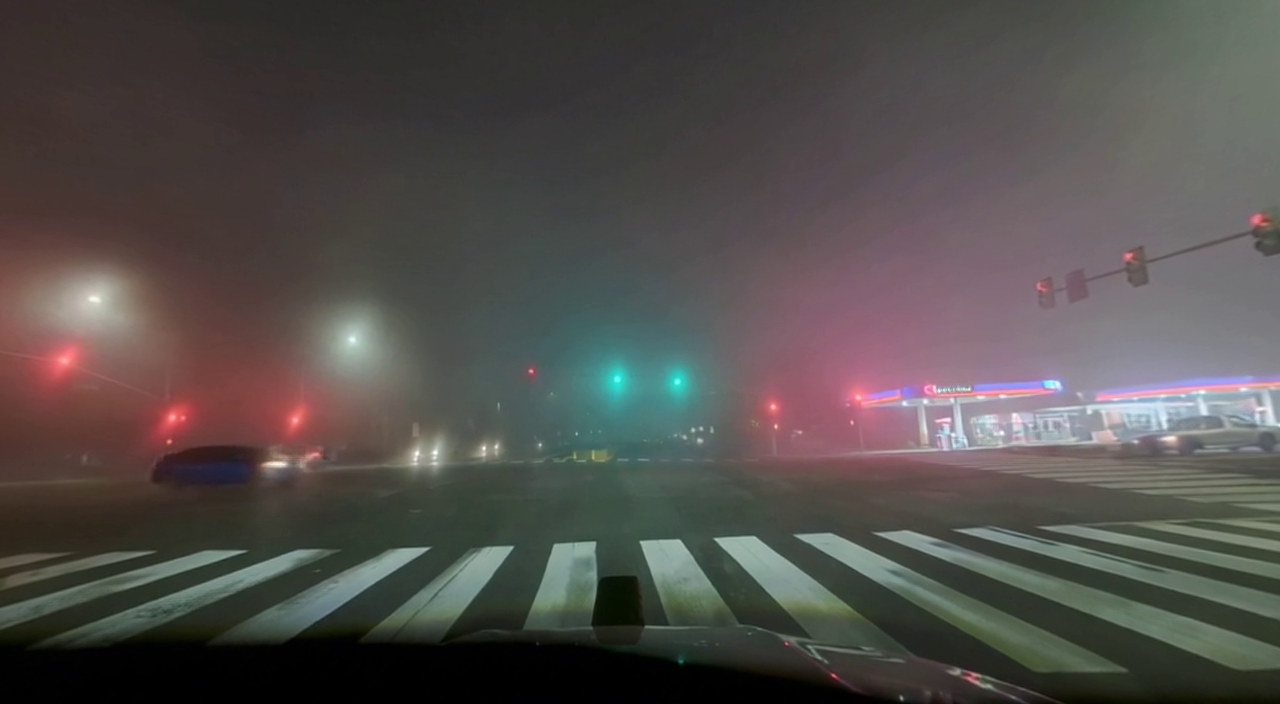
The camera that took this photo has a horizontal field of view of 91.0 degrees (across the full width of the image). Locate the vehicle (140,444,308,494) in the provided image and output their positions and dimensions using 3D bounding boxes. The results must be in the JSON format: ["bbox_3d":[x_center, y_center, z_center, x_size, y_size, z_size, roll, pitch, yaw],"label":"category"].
[{"bbox_3d":[-14.190,3.983,21.638,4.488,1.463,1.888,-2,-8,3],"label":"vehicle"}]

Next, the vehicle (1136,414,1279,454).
[{"bbox_3d":[22.808,3.259,24.841,4.696,1.483,1.898,-1,-8,3],"label":"vehicle"}]
